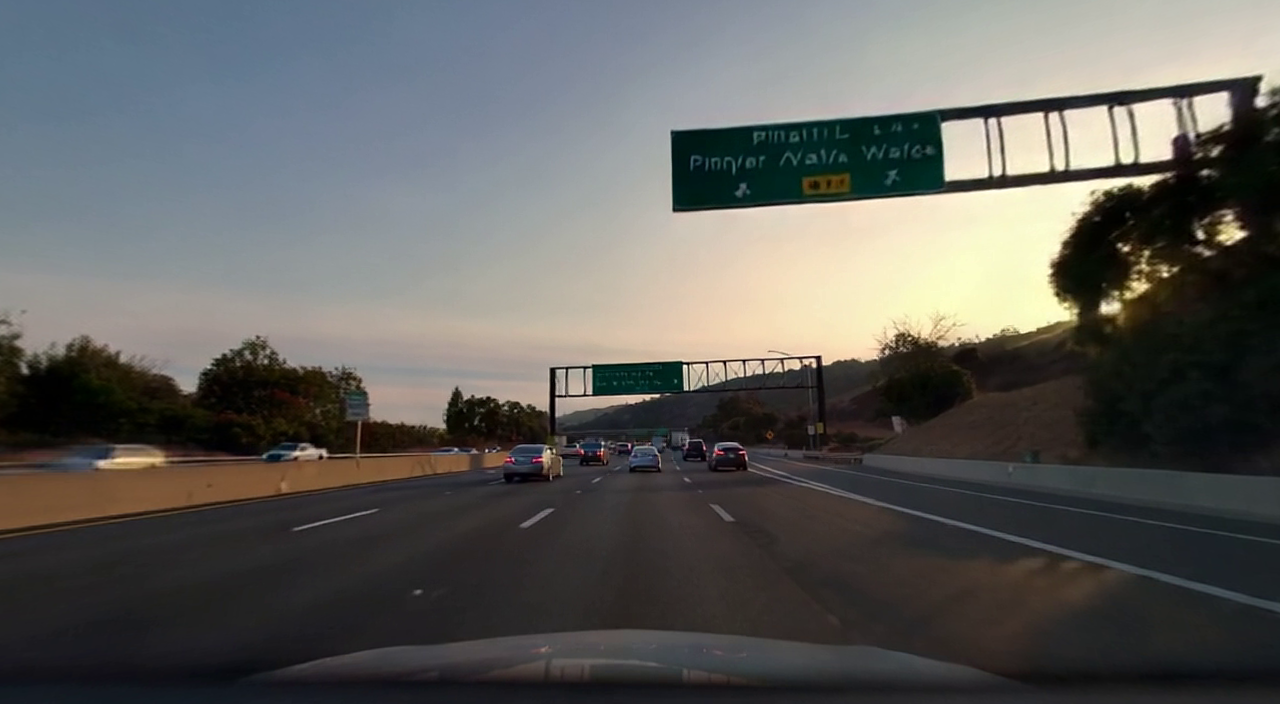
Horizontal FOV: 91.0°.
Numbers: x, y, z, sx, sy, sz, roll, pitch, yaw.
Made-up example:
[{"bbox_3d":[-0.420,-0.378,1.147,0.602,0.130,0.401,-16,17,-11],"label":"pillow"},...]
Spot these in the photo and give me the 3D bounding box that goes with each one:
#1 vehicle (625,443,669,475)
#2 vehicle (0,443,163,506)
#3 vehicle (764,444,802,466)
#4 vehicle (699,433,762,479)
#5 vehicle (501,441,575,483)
[{"bbox_3d":[0.366,5.297,31.378,2.071,1.478,4.130,0,-9,1],"label":"vehicle"},{"bbox_3d":[-16.656,3.448,18.212,1.935,1.541,4.729,0,-9,1],"label":"vehicle"},{"bbox_3d":[10.135,7.337,44.964,1.971,1.464,4.357,-1,-9,3],"label":"vehicle"},{"bbox_3d":[3.704,4.366,26.604,2.045,1.768,4.249,0,-9,1],"label":"vehicle"},{"bbox_3d":[-3.885,4.288,24.779,1.996,1.488,4.451,0,-9,3],"label":"vehicle"}]
